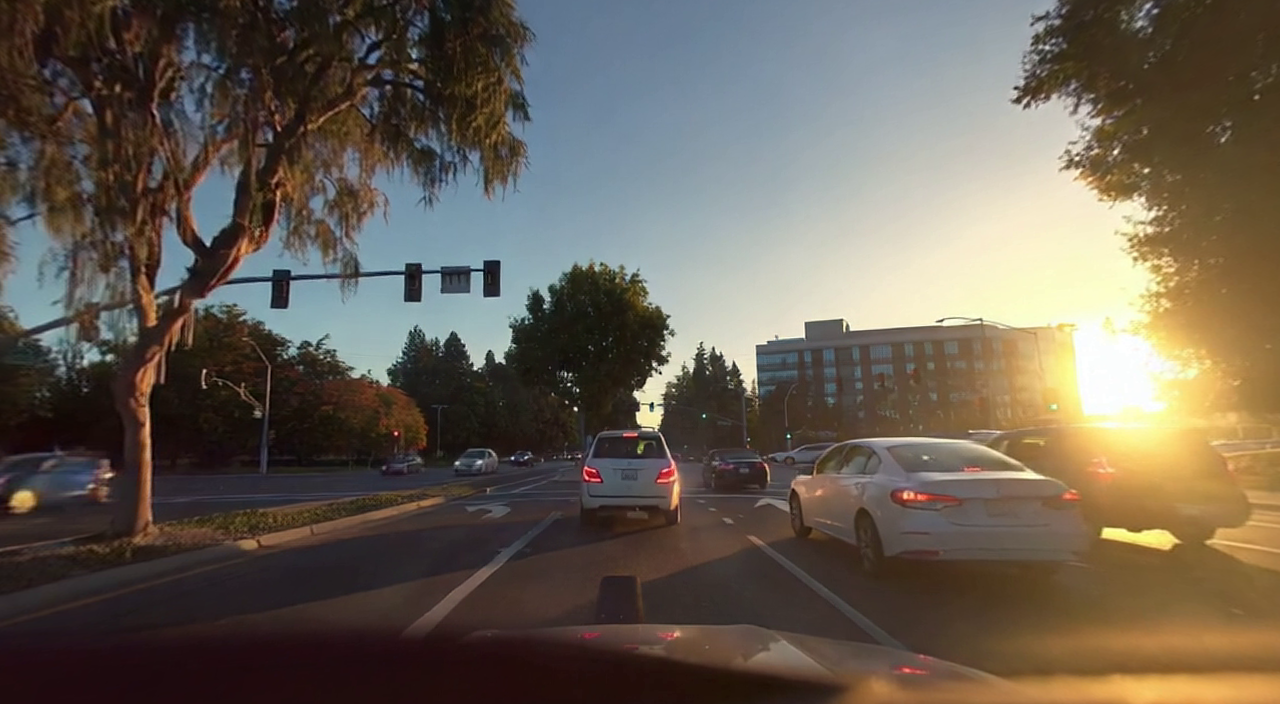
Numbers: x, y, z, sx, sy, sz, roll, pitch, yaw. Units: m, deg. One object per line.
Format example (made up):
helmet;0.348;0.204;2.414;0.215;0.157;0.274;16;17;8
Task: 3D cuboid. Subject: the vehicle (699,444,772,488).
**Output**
vehicle;3.502;4.271;24.018;2.004;1.523;4.263;0;-9;-1

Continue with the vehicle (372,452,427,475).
vehicle;-17.467;8.132;46.127;1.971;1.523;4.991;0;-9;1

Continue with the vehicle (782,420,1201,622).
vehicle;3.319;1.684;7.417;2.034;1.558;4.774;0;-9;-2

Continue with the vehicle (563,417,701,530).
vehicle;-0.140;2.303;12.517;2.236;1.827;4.316;0;-9;0

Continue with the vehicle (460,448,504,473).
vehicle;-11.227;7.692;45.113;2.032;1.671;4.316;0;-9;0

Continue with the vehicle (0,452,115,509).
vehicle;-20.872;4.290;21.408;2.138;1.708;4.589;0;-9;0

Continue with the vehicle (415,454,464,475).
vehicle;-14.501;8.142;45.886;2.107;1.448;4.179;0;-9;1
